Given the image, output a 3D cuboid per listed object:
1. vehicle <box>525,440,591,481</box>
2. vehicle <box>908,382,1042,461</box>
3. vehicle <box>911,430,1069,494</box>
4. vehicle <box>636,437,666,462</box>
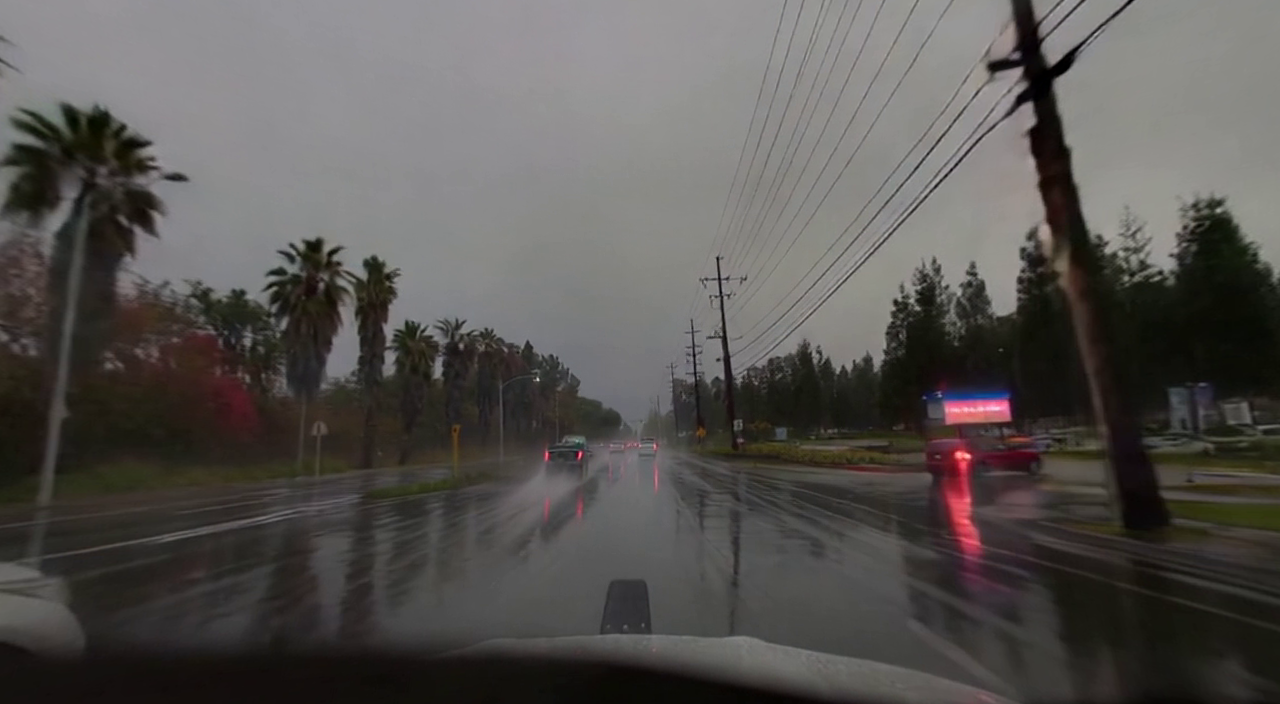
[{"bbox_3d":[-3.122,4.265,24.980,1.982,1.451,4.152,0,-9,1],"label":"vehicle"},{"bbox_3d":[19.949,4.160,38.462,2.923,4.081,8.860,-3,-5,-1],"label":"vehicle"},{"bbox_3d":[9.653,2.957,17.287,4.420,1.541,2.062,6,-11,-36],"label":"vehicle"},{"bbox_3d":[0.780,7.335,47.442,2.155,1.781,3.977,0,-9,1],"label":"vehicle"}]
